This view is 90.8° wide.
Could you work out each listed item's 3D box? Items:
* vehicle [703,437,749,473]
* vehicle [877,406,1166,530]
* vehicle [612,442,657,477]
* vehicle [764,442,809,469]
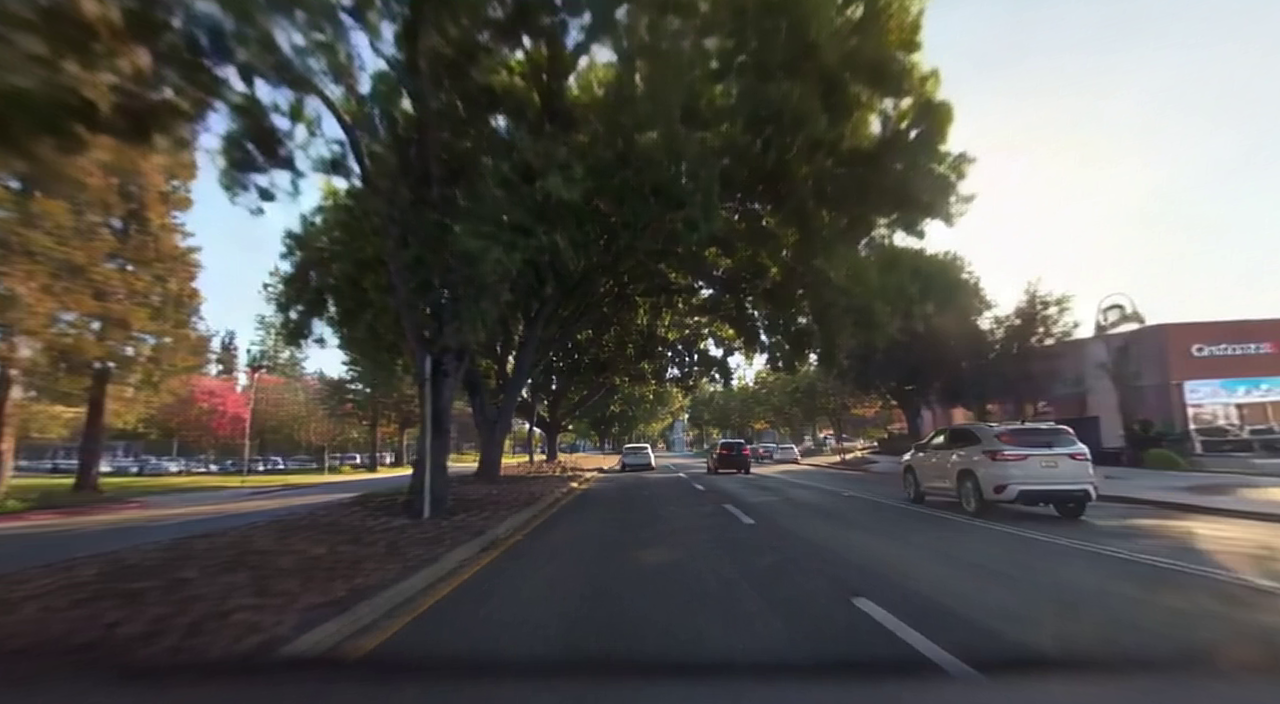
[{"bbox_3d":[4.716,5.725,35.296,1.955,1.845,4.538,0,-8,1],"label":"vehicle"},{"bbox_3d":[7.059,2.239,12.791,2.240,1.923,5.678,0,-8,-1],"label":"vehicle"},{"bbox_3d":[-0.267,5.151,30.492,2.037,1.568,3.693,0,-8,0],"label":"vehicle"},{"bbox_3d":[10.330,7.291,44.838,1.988,1.783,5.324,0,-8,1],"label":"vehicle"}]
